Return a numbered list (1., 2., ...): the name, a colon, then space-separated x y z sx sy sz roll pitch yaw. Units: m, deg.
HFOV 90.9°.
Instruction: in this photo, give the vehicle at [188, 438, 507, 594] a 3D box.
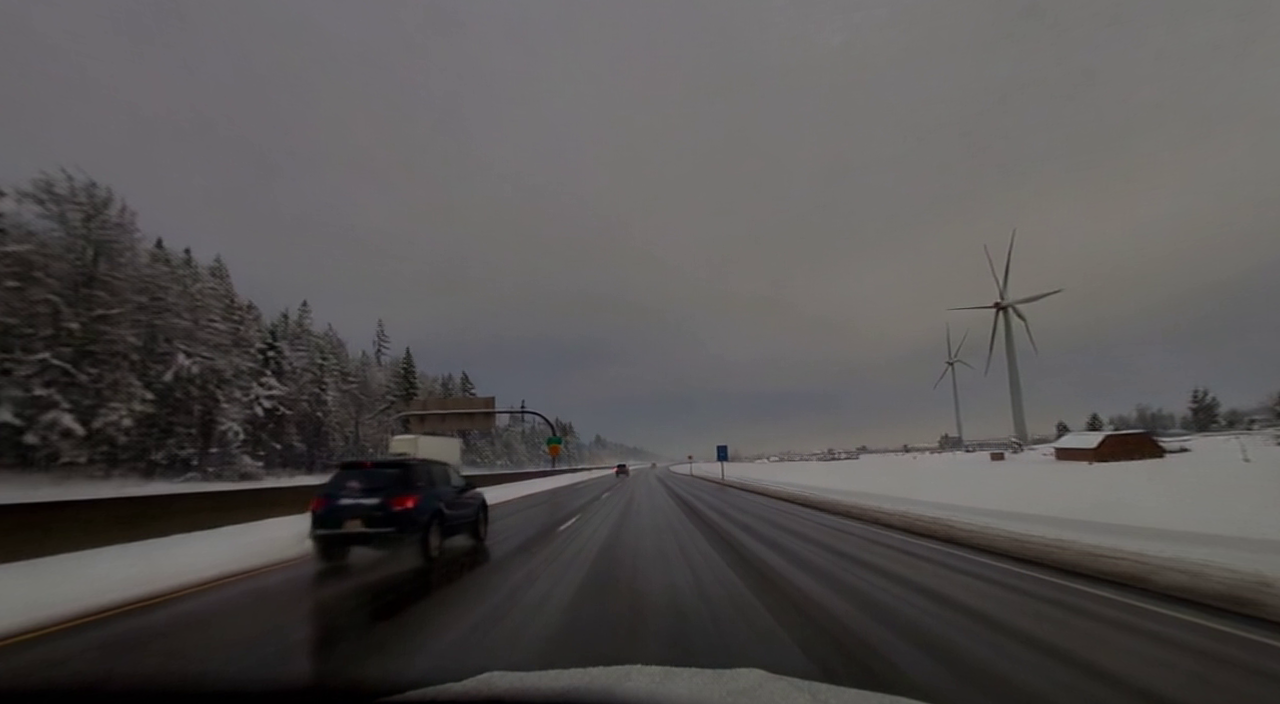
1. vehicle: -3.428 2.079 8.746 2.039 1.505 4.843 1 -10 1
